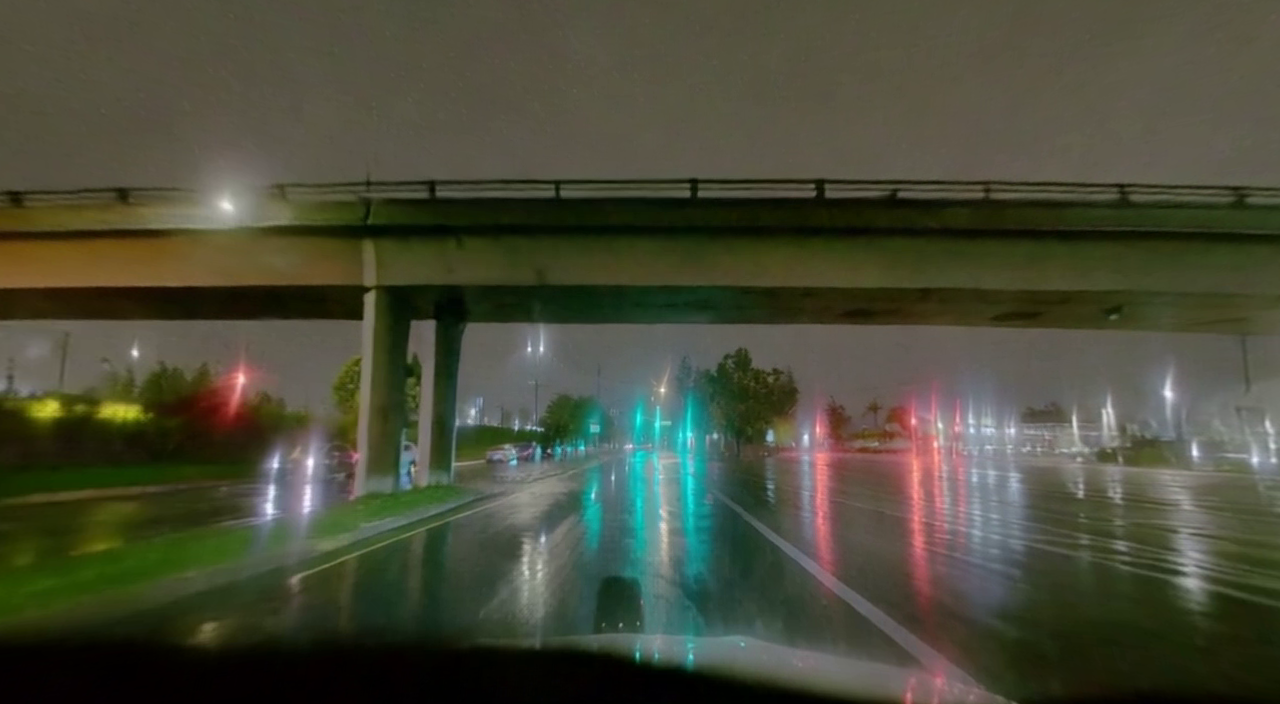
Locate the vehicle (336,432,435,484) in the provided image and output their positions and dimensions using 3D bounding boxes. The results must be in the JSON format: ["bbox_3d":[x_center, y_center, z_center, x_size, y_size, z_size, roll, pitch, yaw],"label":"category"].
[{"bbox_3d":[-12.893,5.391,32.635,2.307,2.349,6.335,1,-8,1],"label":"vehicle"}]

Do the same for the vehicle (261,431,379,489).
[{"bbox_3d":[-12.949,4.425,26.103,2.136,2.016,5.354,2,-9,-2],"label":"vehicle"}]

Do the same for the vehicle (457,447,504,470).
[{"bbox_3d":[-12.312,8.215,49.071,2.156,1.489,4.758,4,-8,2],"label":"vehicle"}]
